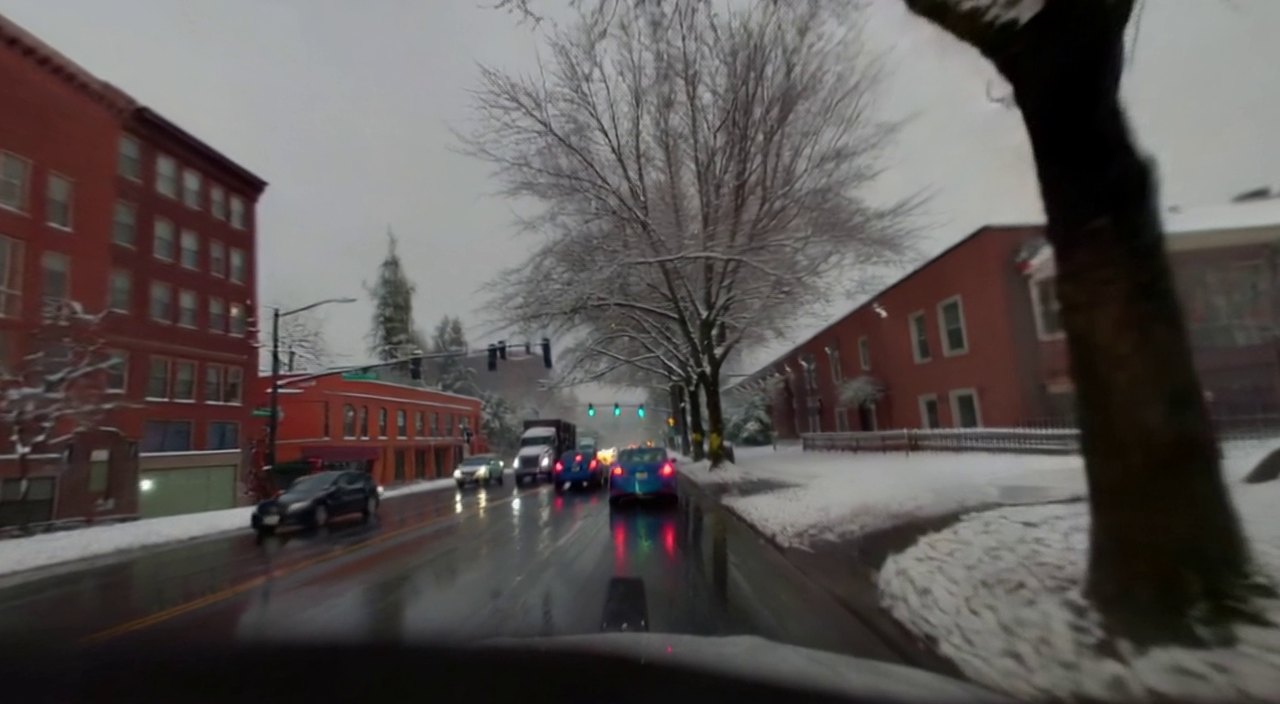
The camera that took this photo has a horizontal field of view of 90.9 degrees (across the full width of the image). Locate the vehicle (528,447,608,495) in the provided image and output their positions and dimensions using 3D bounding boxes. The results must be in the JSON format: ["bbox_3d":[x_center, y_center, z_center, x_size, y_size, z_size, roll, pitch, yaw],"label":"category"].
[{"bbox_3d":[-2.328,4.020,21.751,2.099,1.424,4.843,-1,-8,1],"label":"vehicle"}]

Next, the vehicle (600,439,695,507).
[{"bbox_3d":[0.185,2.980,15.995,2.094,1.478,3.922,0,-8,1],"label":"vehicle"}]

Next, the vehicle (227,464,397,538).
[{"bbox_3d":[-8.589,3.901,17.112,2.118,1.473,4.642,-3,-9,1],"label":"vehicle"}]

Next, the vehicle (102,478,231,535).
[{"bbox_3d":[-17.092,5.567,22.742,4.266,1.486,1.907,-13,-15,25],"label":"vehicle"}]

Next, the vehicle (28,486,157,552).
[{"bbox_3d":[-17.437,5.184,19.999,4.584,1.504,2.124,-7,-10,37],"label":"vehicle"}]

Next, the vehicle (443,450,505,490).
[{"bbox_3d":[-8.793,6.255,33.762,2.067,1.820,4.509,-3,-9,1],"label":"vehicle"}]

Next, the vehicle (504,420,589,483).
[{"bbox_3d":[-5.339,5.906,37.522,2.795,3.160,8.321,-4,-9,7],"label":"vehicle"}]
